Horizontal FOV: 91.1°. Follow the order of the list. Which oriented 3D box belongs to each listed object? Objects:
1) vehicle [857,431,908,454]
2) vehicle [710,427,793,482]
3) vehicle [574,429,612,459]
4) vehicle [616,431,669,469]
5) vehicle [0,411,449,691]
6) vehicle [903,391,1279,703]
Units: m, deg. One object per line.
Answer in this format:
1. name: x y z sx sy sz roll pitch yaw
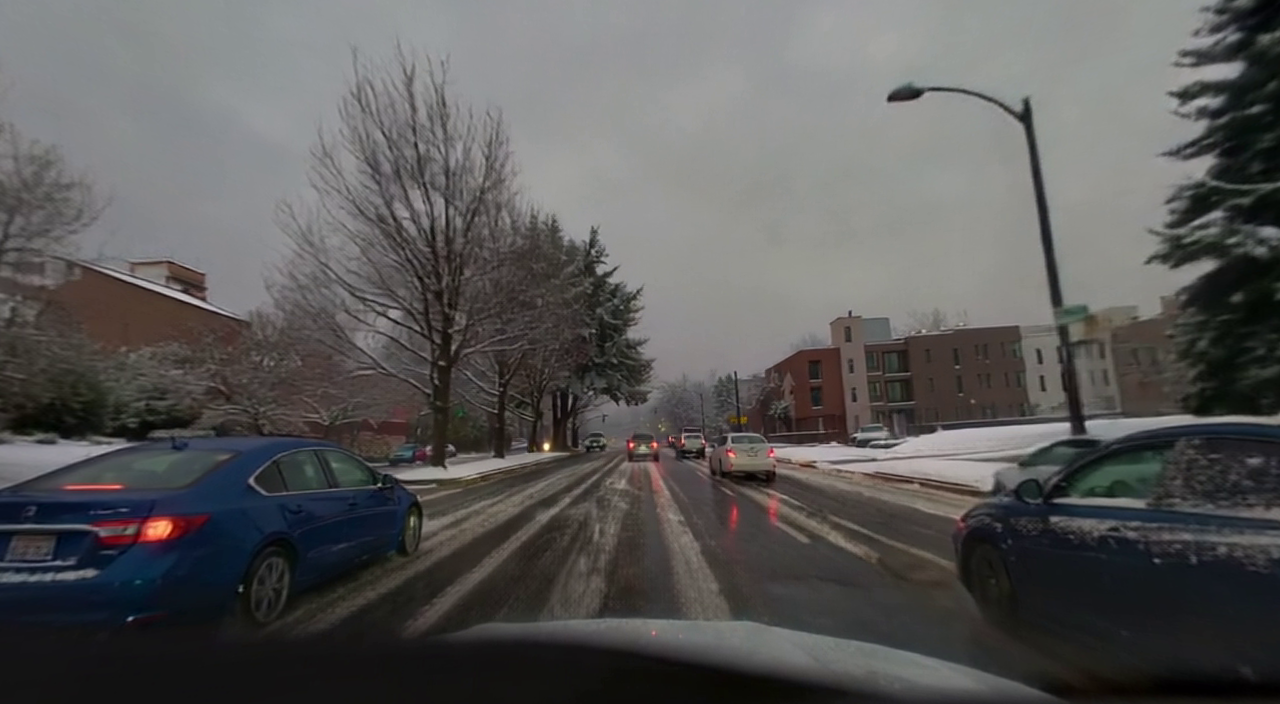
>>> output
1. vehicle: 18.378 6.921 47.705 1.767 1.400 4.107 -3 -10 -7
2. vehicle: 3.662 3.468 21.523 2.019 1.675 4.488 0 -8 0
3. vehicle: -3.368 6.758 46.149 2.246 2.062 5.123 0 -8 1
4. vehicle: 0.121 4.567 29.364 2.293 1.662 4.262 0 -8 0
5. vehicle: -3.497 1.400 5.704 1.997 1.479 4.547 0 -8 1
6. vehicle: 3.374 1.038 3.314 2.060 1.474 4.475 0 -8 0
